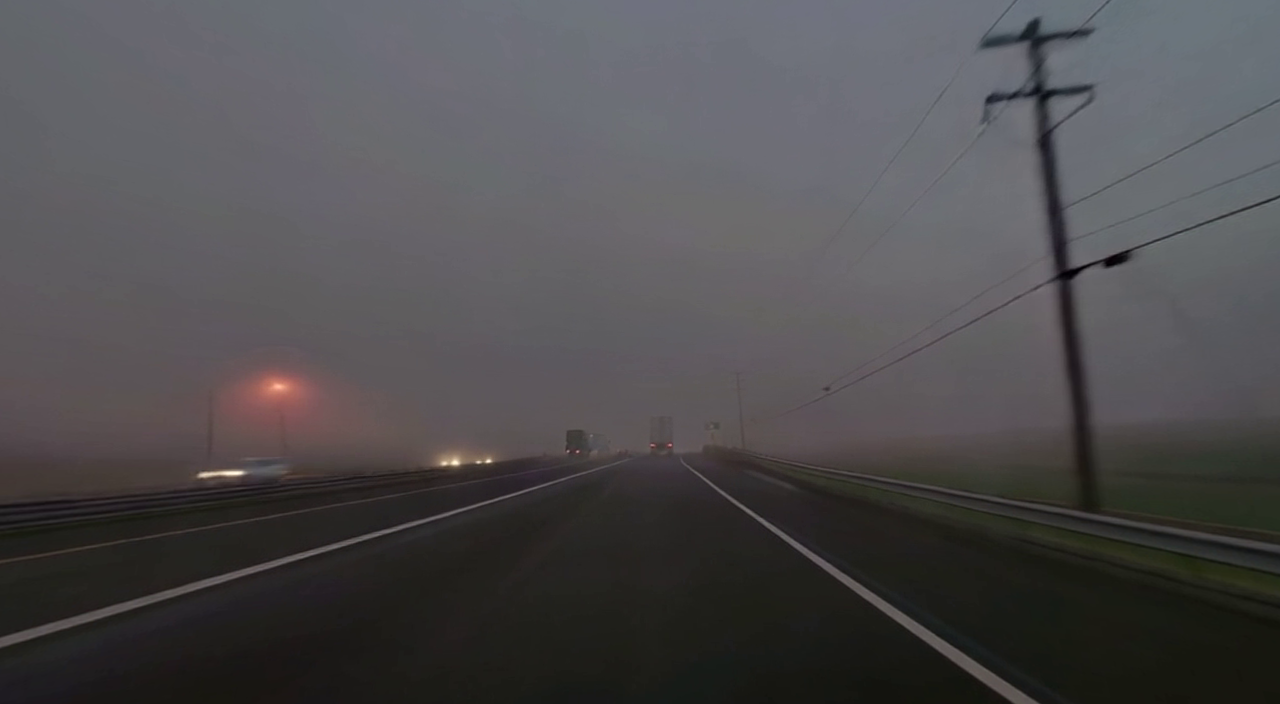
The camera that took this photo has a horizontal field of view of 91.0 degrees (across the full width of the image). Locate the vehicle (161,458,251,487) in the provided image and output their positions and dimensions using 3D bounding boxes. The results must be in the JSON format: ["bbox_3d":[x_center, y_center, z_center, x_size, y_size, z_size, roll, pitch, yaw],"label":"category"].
[{"bbox_3d":[-25.887,7.195,37.784,1.863,1.499,4.411,-1,-9,7],"label":"vehicle"}]
